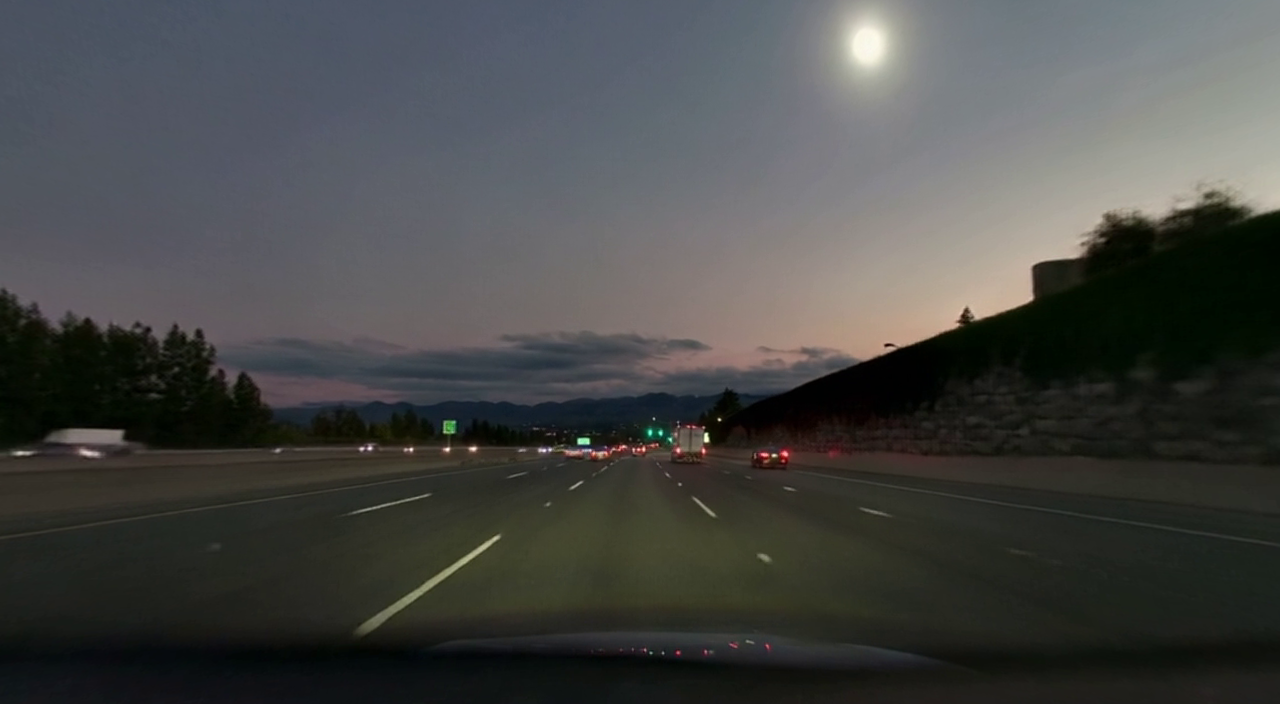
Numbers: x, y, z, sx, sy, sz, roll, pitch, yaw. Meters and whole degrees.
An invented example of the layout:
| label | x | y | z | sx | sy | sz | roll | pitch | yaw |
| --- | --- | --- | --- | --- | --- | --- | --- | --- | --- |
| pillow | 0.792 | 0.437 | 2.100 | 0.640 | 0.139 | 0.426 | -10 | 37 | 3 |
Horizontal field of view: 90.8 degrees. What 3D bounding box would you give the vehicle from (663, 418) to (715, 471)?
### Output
| label | x | y | z | sx | sy | sz | roll | pitch | yaw |
| --- | --- | --- | --- | --- | --- | --- | --- | --- | --- |
| vehicle | 3.148 | 6.267 | 42.483 | 2.795 | 3.187 | 7.205 | -1 | -9 | -1 |
